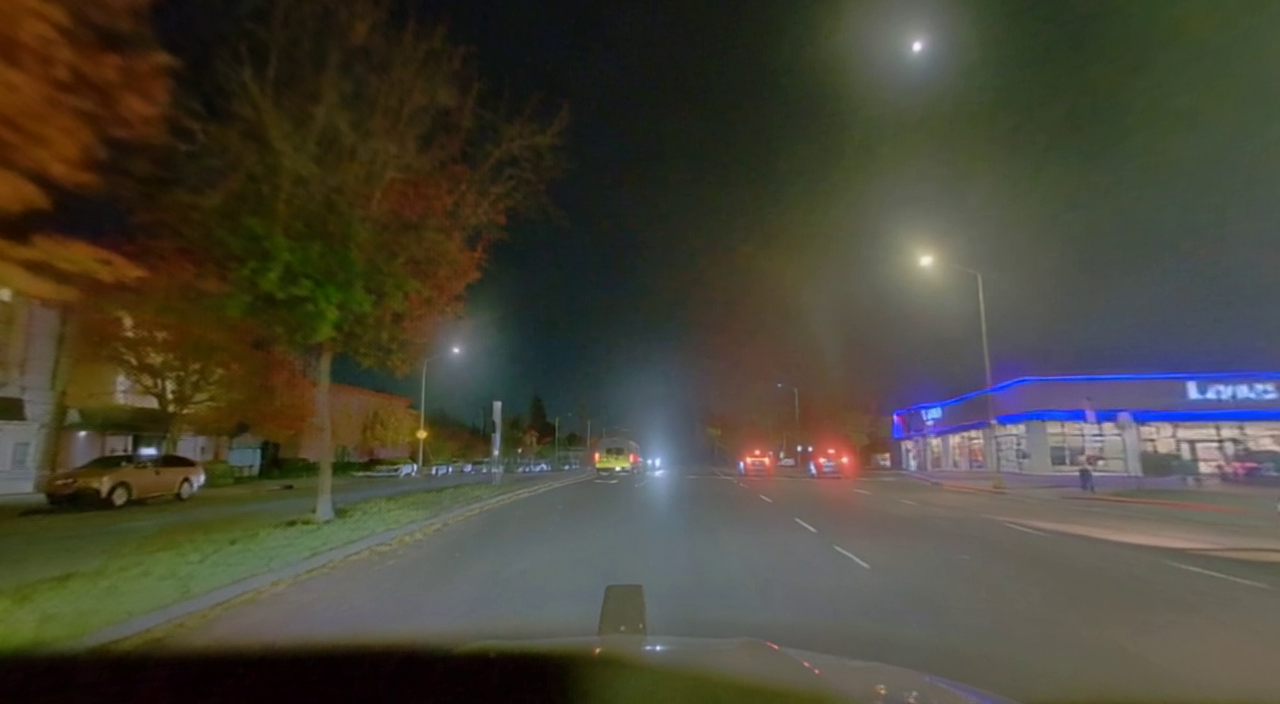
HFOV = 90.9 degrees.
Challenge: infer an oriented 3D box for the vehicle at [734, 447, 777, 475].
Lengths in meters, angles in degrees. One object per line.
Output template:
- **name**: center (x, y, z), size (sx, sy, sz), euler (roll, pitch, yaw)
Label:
- **vehicle**: center (6.532, 6.207, 36.082), size (1.886, 1.464, 4.290), euler (0, -8, 3)

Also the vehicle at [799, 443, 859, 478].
- **vehicle**: center (10.101, 5.788, 34.089), size (2.040, 1.738, 4.414), euler (0, -8, 3)

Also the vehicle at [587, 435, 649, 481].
- **vehicle**: center (-0.854, 4.693, 28.183), size (2.344, 1.863, 4.665), euler (0, -8, 3)

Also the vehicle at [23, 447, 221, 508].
- **vehicle**: center (-17.581, 4.230, 21.913), size (1.914, 1.785, 5.408), euler (-1, -8, 6)
